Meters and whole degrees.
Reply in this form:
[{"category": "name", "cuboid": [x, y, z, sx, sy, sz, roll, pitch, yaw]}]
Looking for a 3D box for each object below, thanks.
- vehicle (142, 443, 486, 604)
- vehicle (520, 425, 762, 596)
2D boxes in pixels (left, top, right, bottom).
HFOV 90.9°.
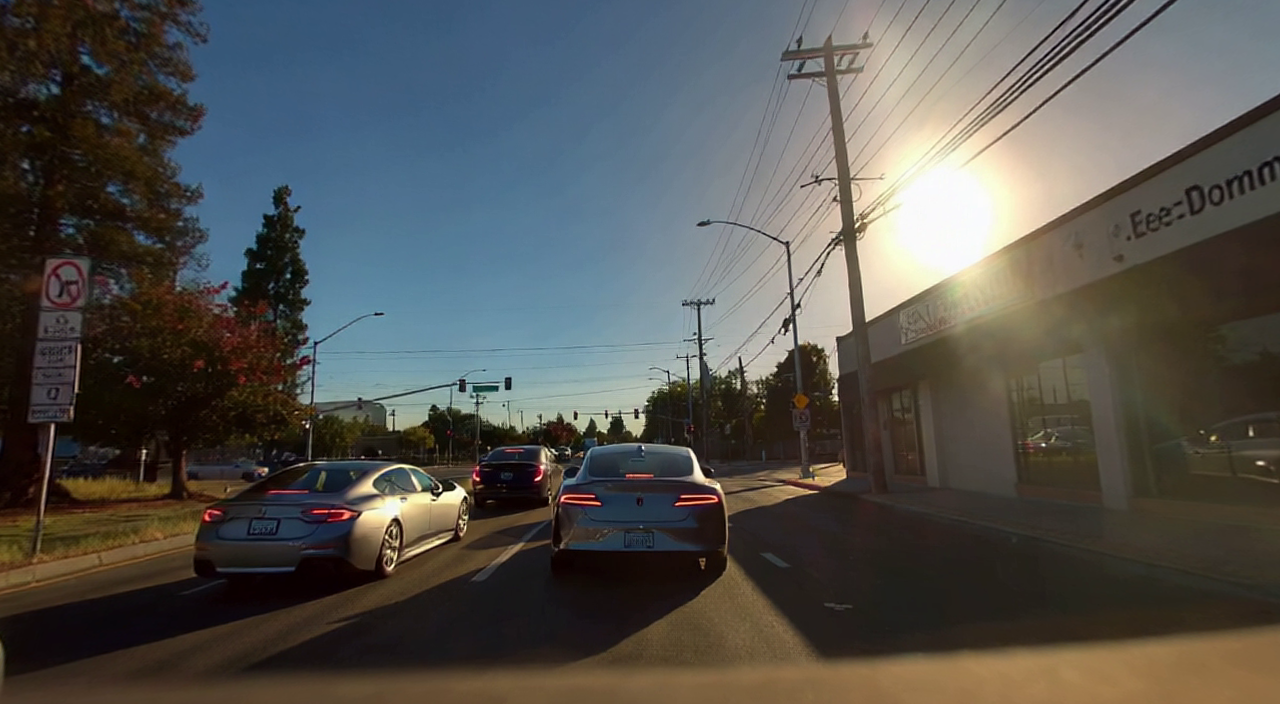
[{"category": "vehicle", "cuboid": [-3.229, 1.738, 7.323, 1.765, 1.319, 4.013, 0, -9, 2]}, {"category": "vehicle", "cuboid": [-0.002, 1.679, 7.536, 2.101, 1.469, 3.955, 0, -9, 0]}]
